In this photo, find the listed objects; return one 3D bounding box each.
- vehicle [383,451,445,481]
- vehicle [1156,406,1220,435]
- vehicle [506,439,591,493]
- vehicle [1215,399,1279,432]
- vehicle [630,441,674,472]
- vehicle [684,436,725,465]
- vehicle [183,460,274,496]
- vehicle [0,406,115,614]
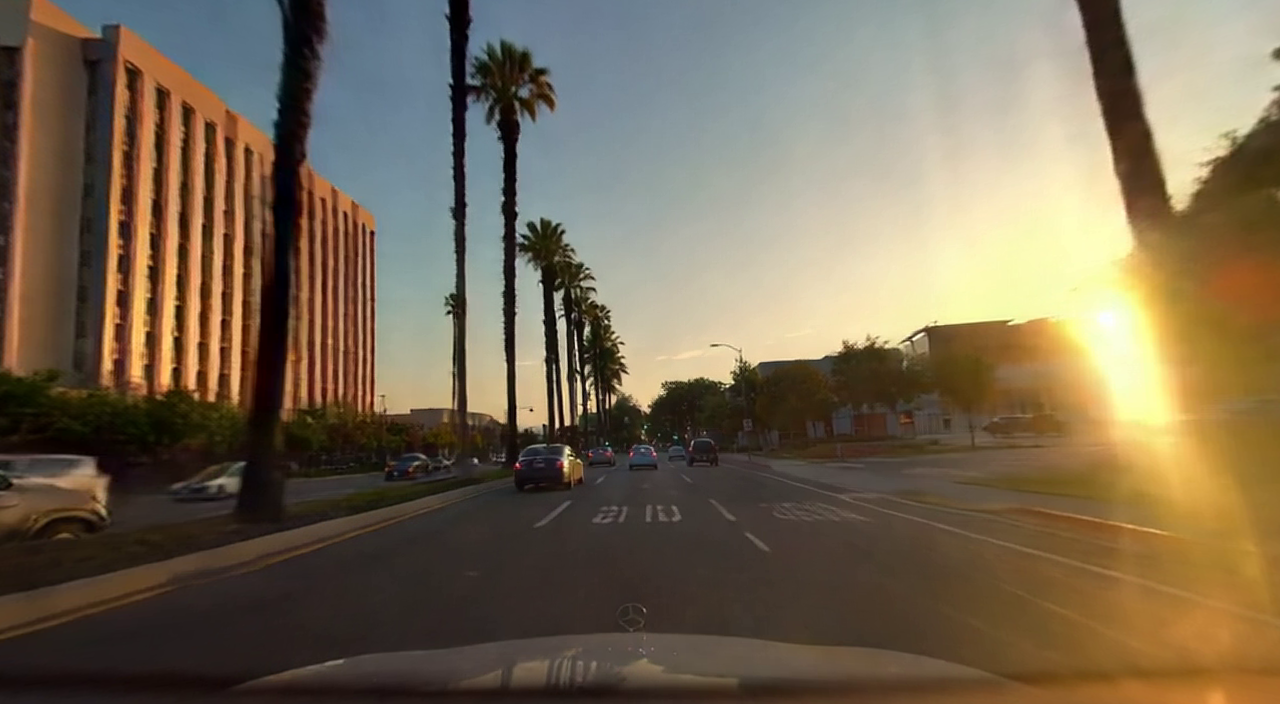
[{"bbox_3d":[-13.813,6.946,38.842,2.026,1.641,4.619,-1,-8,1],"label":"vehicle"},{"bbox_3d":[31.344,3.971,36.159,1.849,1.462,3.814,-5,-9,28],"label":"vehicle"},{"bbox_3d":[-2.790,3.566,20.156,1.908,1.505,4.369,-1,-8,2],"label":"vehicle"},{"bbox_3d":[33.861,3.533,34.768,1.939,1.625,4.341,-5,-9,27],"label":"vehicle"},{"bbox_3d":[0.588,5.420,32.905,2.147,1.507,3.953,0,-8,0],"label":"vehicle"},{"bbox_3d":[4.159,6.443,41.339,2.108,1.785,4.334,0,-8,-1],"label":"vehicle"},{"bbox_3d":[-20.589,6.270,31.757,1.779,1.562,4.003,-1,-8,1],"label":"vehicle"},{"bbox_3d":[-6.440,1.167,4.125,2.030,1.730,4.506,-1,-8,1],"label":"vehicle"}]
